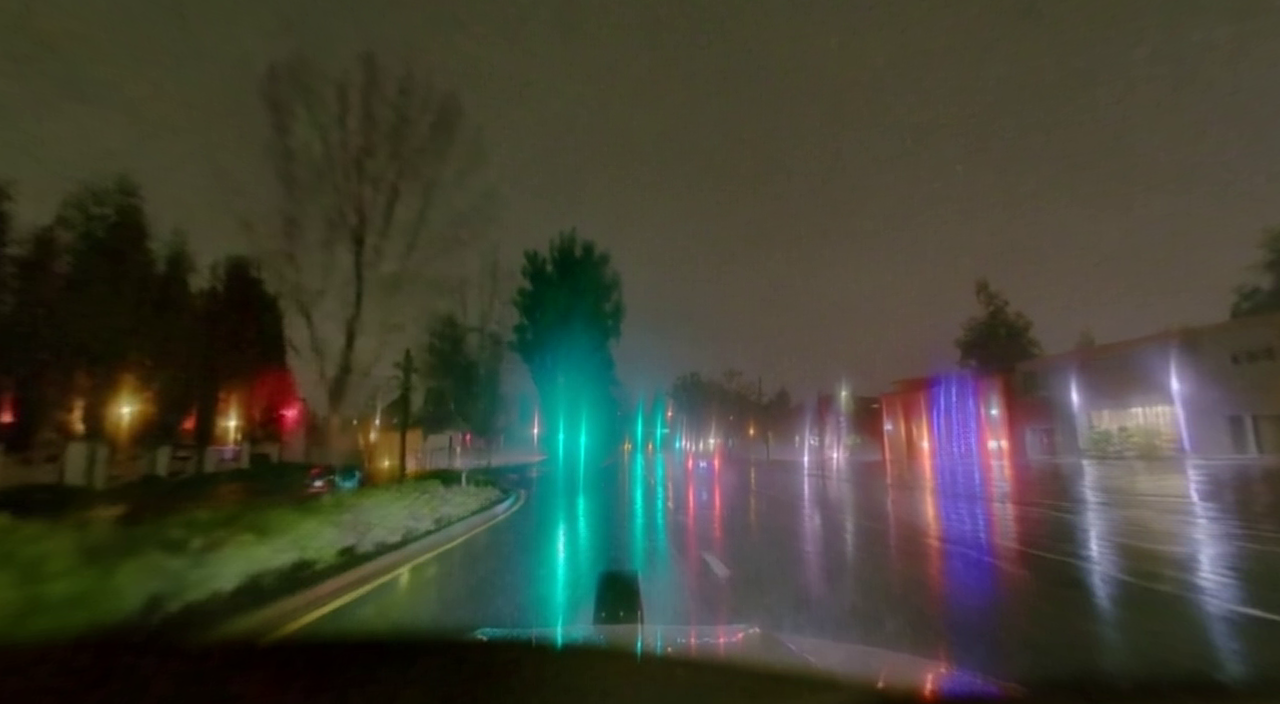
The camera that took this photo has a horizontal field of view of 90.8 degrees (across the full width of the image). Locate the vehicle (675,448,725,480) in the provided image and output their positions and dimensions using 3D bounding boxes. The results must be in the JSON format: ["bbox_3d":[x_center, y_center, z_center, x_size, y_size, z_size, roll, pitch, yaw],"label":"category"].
[{"bbox_3d":[2.859,5.428,30.888,1.929,1.411,4.284,1,-9,-1],"label":"vehicle"}]

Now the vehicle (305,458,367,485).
[{"bbox_3d":[-20.013,7.869,41.789,1.949,1.610,4.279,1,-9,0],"label":"vehicle"}]
